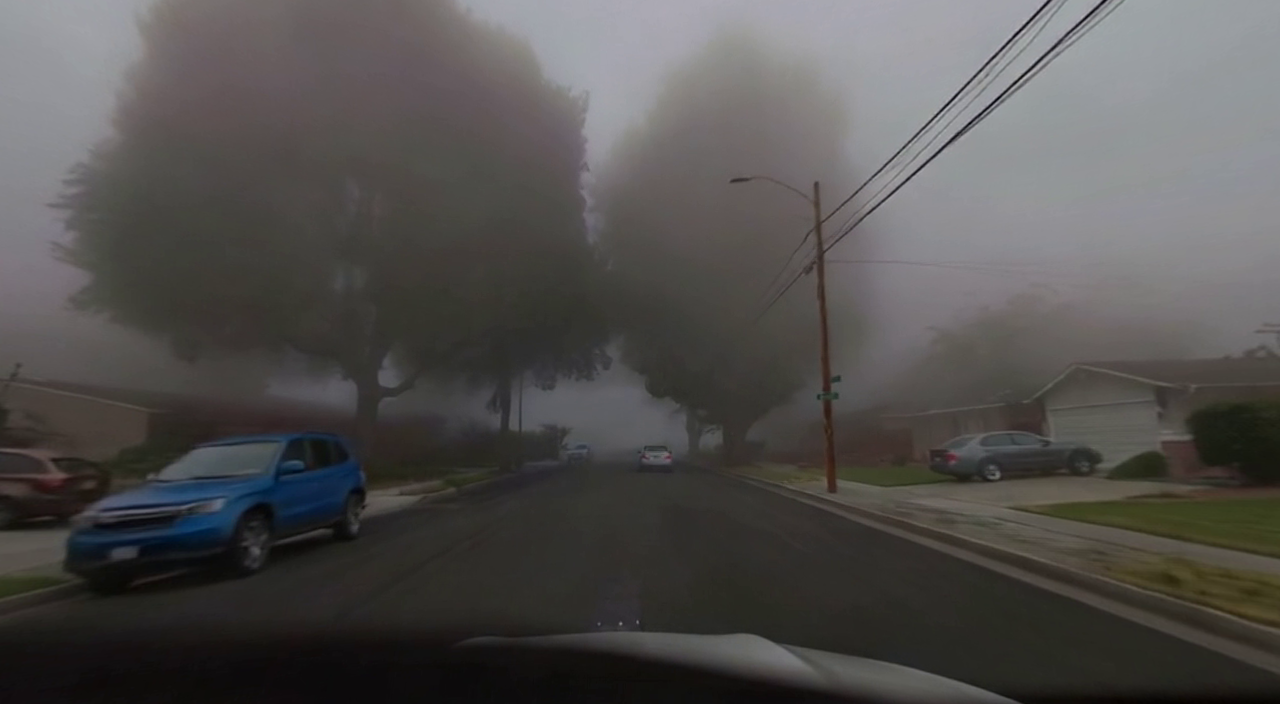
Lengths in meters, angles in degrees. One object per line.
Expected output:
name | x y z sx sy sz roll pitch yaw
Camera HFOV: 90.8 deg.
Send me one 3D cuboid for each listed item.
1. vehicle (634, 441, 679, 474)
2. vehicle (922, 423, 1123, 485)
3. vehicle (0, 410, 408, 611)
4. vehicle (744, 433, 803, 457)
vehicle | 0.725 4.967 29.957 2.000 1.449 4.006 0 -9 0
vehicle | 11.080 2.988 18.555 4.592 1.489 1.919 -3 -8 -1
vehicle | -5.140 1.866 8.558 2.126 1.816 4.796 -3 -8 1
vehicle | 10.073 7.051 47.747 4.009 1.747 1.839 -1 -9 0
